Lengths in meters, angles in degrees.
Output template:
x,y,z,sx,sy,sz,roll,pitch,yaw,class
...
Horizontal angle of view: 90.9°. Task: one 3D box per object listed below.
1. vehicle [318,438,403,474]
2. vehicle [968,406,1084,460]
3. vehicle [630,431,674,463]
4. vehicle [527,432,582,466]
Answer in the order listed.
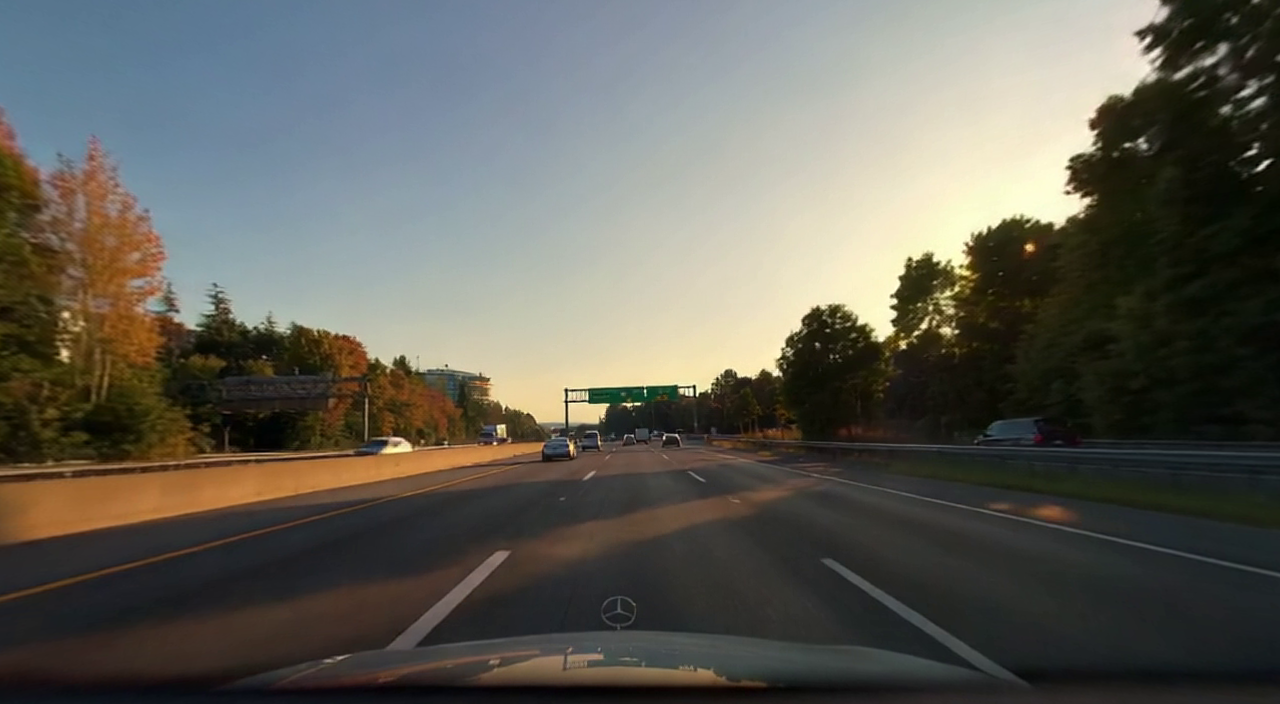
x,y,z,sx,sy,sz,roll,pitch,yaw,class
-12.453,4.627,28.467,1.859,1.484,4.453,0,-8,-1,vehicle
20.045,4.301,33.200,2.232,2.540,6.015,0,-8,-1,vehicle
0.543,4.828,32.192,2.086,1.554,3.875,0,-8,-2,vehicle
-3.917,4.519,29.634,2.014,1.471,4.380,0,-8,-1,vehicle
